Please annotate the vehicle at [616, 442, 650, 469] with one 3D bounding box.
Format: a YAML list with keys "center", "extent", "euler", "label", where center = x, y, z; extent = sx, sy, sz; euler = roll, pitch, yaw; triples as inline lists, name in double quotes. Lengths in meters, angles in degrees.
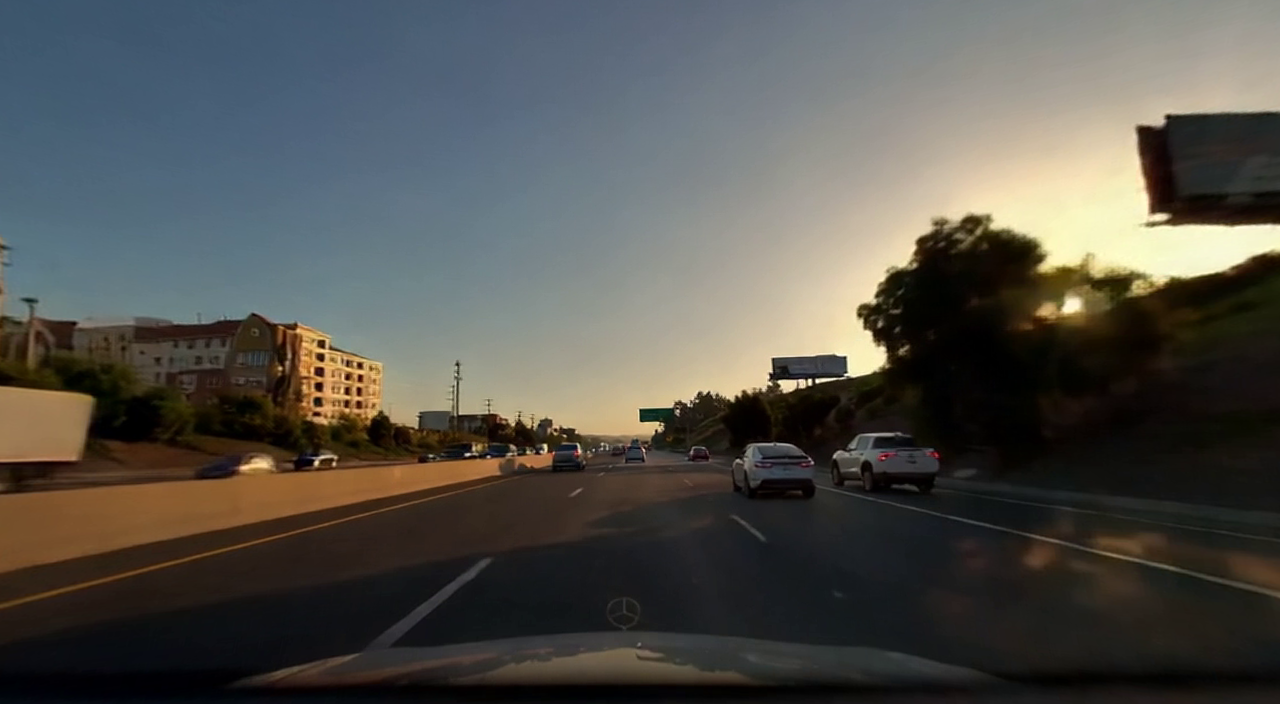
- center: [-0.463, 7.011, 42.962]
  extent: [2.191, 1.685, 4.015]
  euler: [0, -9, 0]
  label: "vehicle"

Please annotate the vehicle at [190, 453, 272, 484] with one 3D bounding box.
- center: [-21.473, 6.116, 33.374]
  extent: [1.879, 1.461, 3.650]
  euler: [0, -9, -1]
  label: "vehicle"

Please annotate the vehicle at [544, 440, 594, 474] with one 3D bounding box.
- center: [-3.864, 5.840, 35.349]
  extent: [2.256, 1.756, 4.745]
  euler: [0, -9, 0]
  label: "vehicle"

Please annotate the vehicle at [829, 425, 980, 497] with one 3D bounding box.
- center: [7.400, 3.133, 18.391]
  extent: [2.176, 1.793, 4.841]
  euler: [0, -9, -2]
  label: "vehicle"

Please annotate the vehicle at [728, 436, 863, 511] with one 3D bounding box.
- center: [3.475, 2.825, 15.141]
  extent: [1.987, 1.509, 4.512]
  euler: [0, -9, -1]
  label: "vehicle"
